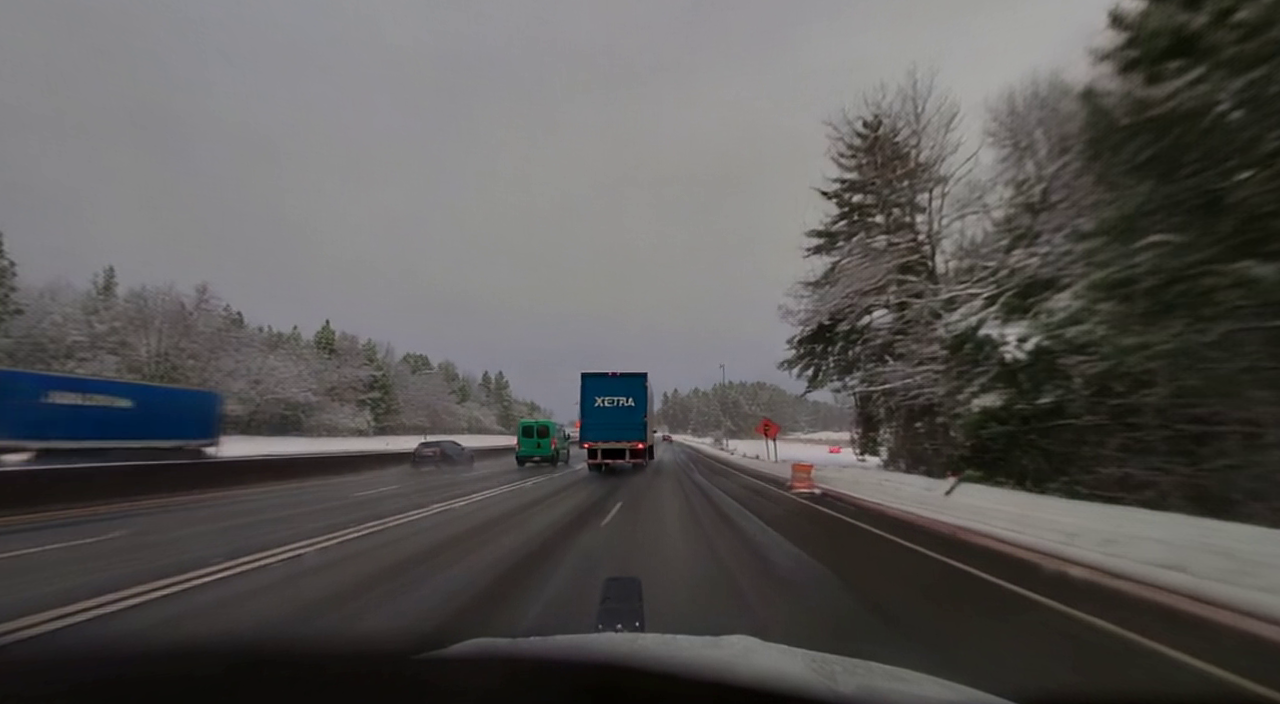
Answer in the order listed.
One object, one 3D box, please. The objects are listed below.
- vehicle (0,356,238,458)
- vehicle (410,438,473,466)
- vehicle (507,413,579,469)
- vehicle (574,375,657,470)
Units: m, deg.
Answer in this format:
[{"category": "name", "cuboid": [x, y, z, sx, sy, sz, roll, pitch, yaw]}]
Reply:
[{"category": "vehicle", "cuboid": [-26.370, 2.961, 30.217, 2.987, 3.968, 15.784, 0, -9, 3]}, {"category": "vehicle", "cuboid": [-11.572, 5.854, 37.035, 1.901, 1.487, 4.622, 0, -8, 4]}, {"category": "vehicle", "cuboid": [-4.936, 4.676, 33.043, 2.469, 2.615, 5.874, 0, -8, 3]}, {"category": "vehicle", "cuboid": [-0.895, 3.772, 31.673, 3.183, 4.011, 9.617, 0, -9, 3]}]
